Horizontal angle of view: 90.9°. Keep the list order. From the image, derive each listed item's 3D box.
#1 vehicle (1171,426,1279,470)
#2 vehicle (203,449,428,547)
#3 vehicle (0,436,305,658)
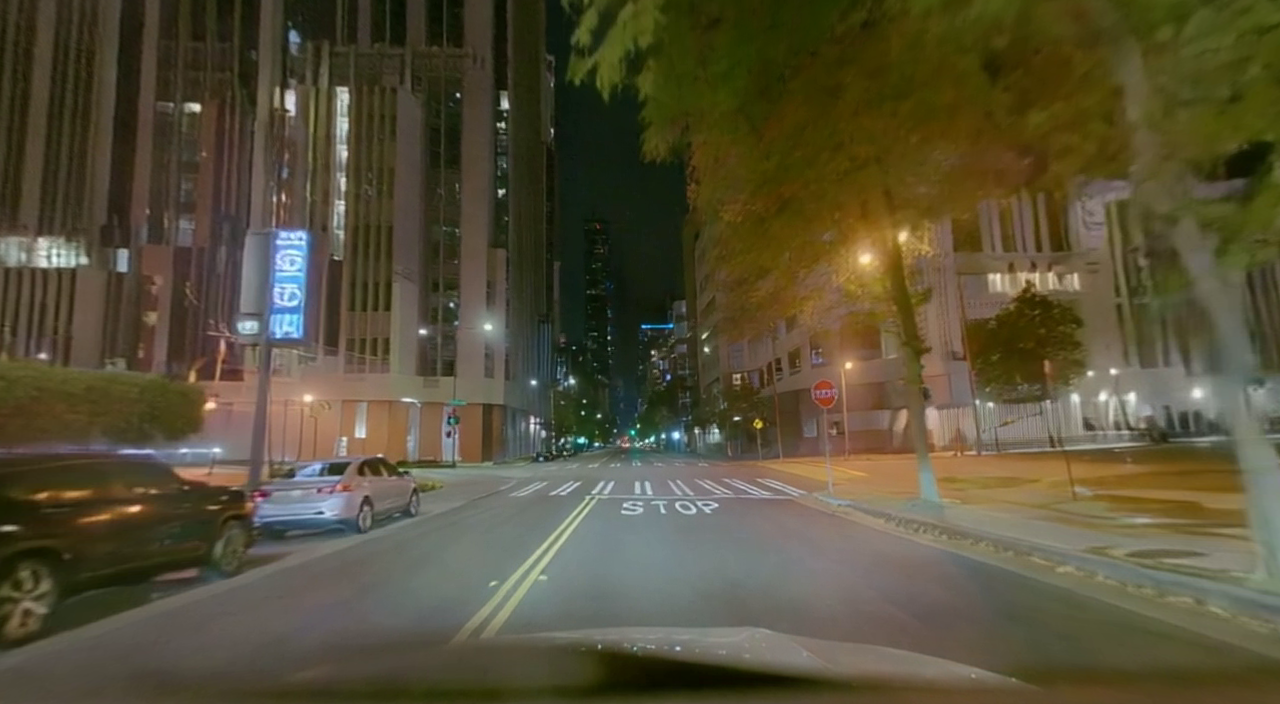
[{"bbox_3d":[22.080,3.431,22.573,4.347,1.476,1.926,0,-9,-1],"label":"vehicle"},{"bbox_3d":[-5.770,2.596,12.004,1.874,1.460,4.495,0,-8,0],"label":"vehicle"},{"bbox_3d":[-5.715,1.737,6.602,1.901,1.631,4.570,0,-8,0],"label":"vehicle"}]
